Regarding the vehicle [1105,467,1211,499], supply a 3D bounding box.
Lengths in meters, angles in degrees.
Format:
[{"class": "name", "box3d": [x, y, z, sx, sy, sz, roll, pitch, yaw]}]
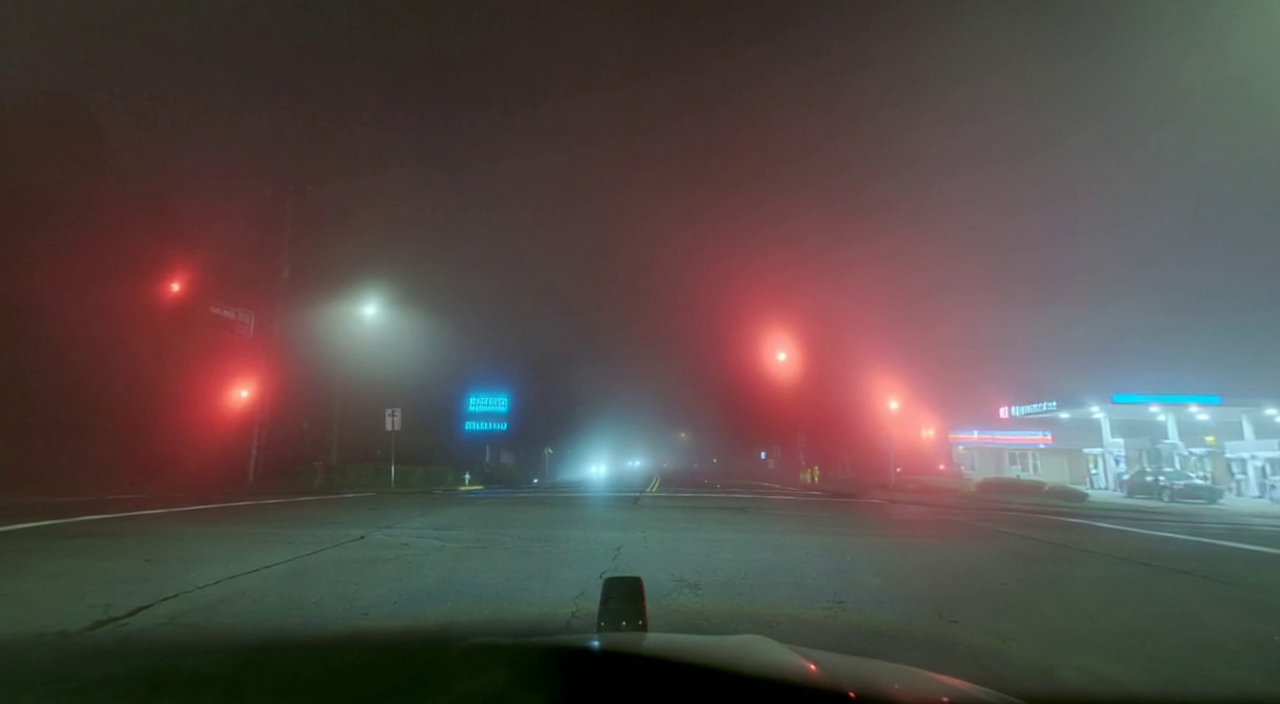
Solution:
[{"class": "vehicle", "box3d": [28.034, 7.071, 34.319, 1.897, 1.466, 4.211, 1, -8, -6]}]
